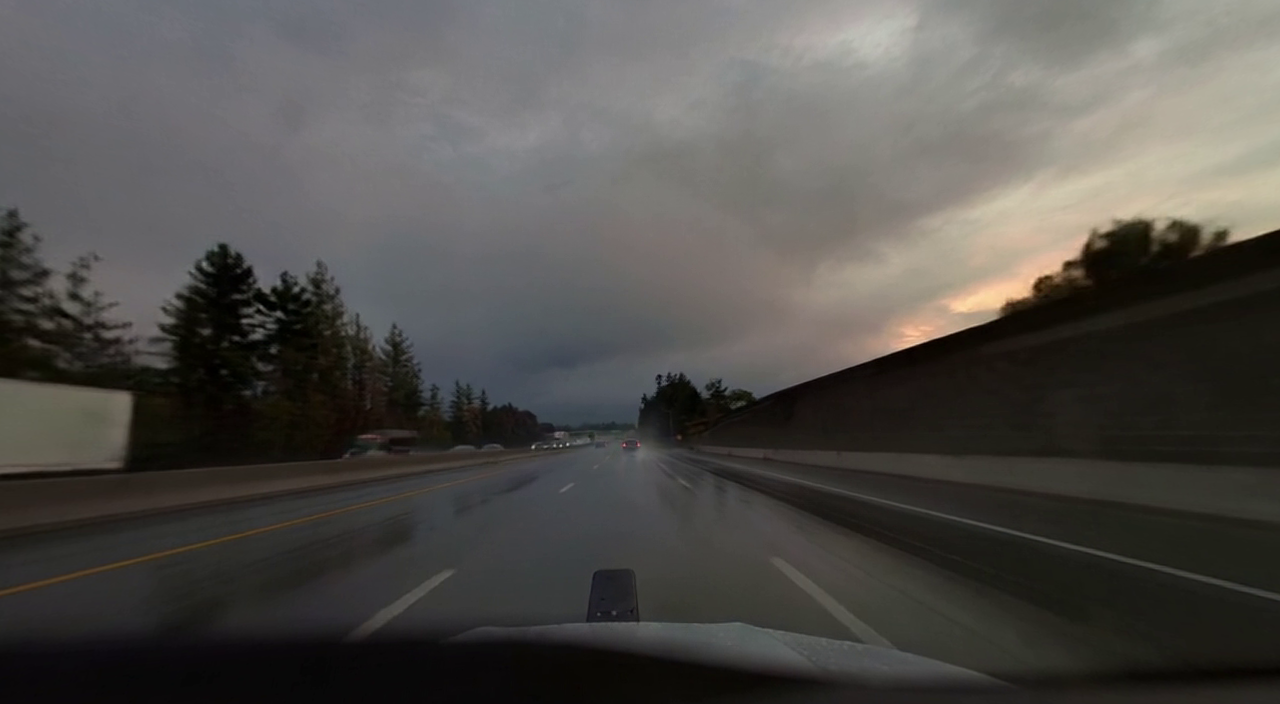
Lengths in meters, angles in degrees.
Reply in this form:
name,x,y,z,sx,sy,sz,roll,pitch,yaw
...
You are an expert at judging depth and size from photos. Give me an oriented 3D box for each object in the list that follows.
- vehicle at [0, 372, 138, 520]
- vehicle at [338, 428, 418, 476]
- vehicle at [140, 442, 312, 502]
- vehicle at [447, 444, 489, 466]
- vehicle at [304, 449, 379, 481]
name,x,y,z,sx,sy,sz,roll,pitch,yaw
vehicle,-19.320,2.326,15.310,2.955,4.092,13.867,0,-8,-1
vehicle,-19.500,7.476,47.481,2.739,3.229,7.874,-1,-8,0
vehicle,-11.885,3.427,18.558,1.985,1.503,4.545,-1,-8,0
vehicle,-12.801,7.694,47.147,1.962,1.479,4.434,0,-8,-1
vehicle,-15.903,6.019,33.804,1.847,1.476,4.561,0,-8,-1
